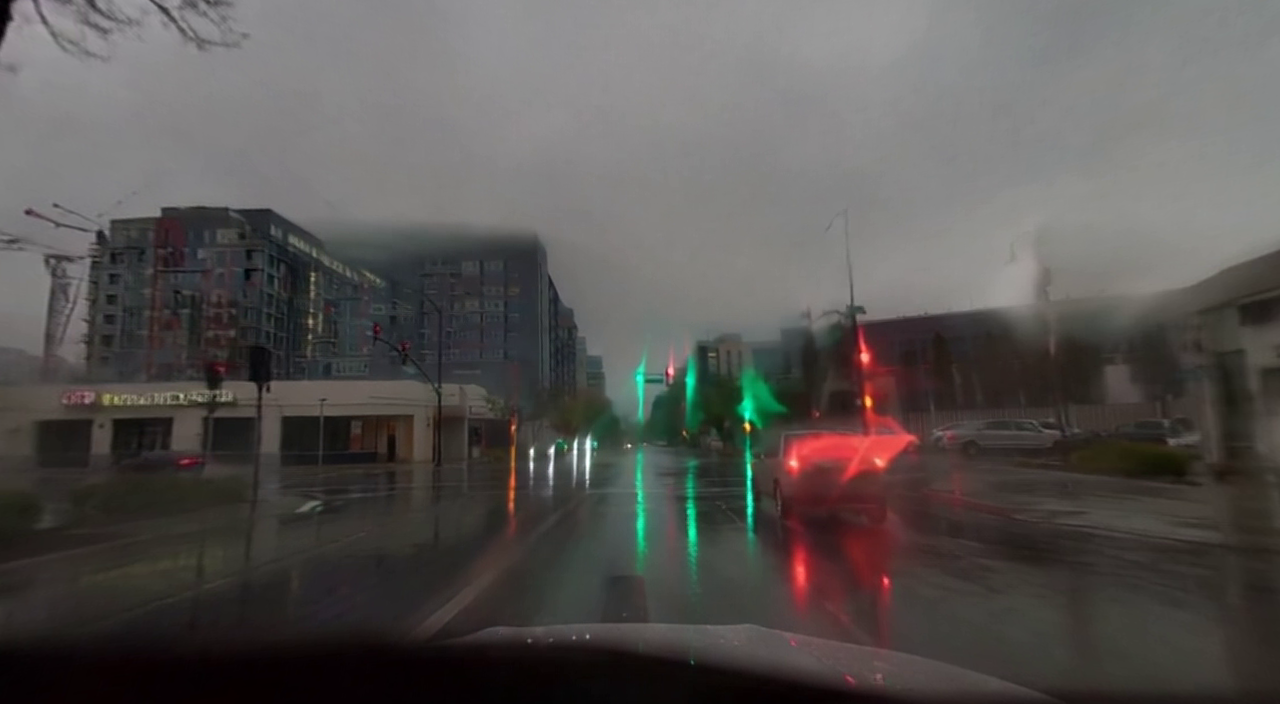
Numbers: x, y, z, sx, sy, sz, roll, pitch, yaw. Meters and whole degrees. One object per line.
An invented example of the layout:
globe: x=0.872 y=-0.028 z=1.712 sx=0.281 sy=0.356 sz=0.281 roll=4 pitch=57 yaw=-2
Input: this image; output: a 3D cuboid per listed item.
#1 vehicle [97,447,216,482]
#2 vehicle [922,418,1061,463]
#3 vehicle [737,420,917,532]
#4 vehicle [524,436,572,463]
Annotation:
vehicle: x=-22.715 y=5.262 z=29.725 sx=4.037 sy=1.562 sz=2.099 roll=-1 pitch=-8 yaw=8
vehicle: x=14.657 y=3.738 z=26.519 sx=4.611 sy=1.778 sz=1.939 roll=0 pitch=-8 yaw=0
vehicle: x=2.968 y=2.052 z=10.955 sx=1.947 sy=1.576 sz=3.825 roll=0 pitch=-8 yaw=0
vehicle: x=-6.071 y=6.523 z=42.189 sx=1.972 sy=1.693 sz=4.516 roll=-2 pitch=-8 yaw=8
